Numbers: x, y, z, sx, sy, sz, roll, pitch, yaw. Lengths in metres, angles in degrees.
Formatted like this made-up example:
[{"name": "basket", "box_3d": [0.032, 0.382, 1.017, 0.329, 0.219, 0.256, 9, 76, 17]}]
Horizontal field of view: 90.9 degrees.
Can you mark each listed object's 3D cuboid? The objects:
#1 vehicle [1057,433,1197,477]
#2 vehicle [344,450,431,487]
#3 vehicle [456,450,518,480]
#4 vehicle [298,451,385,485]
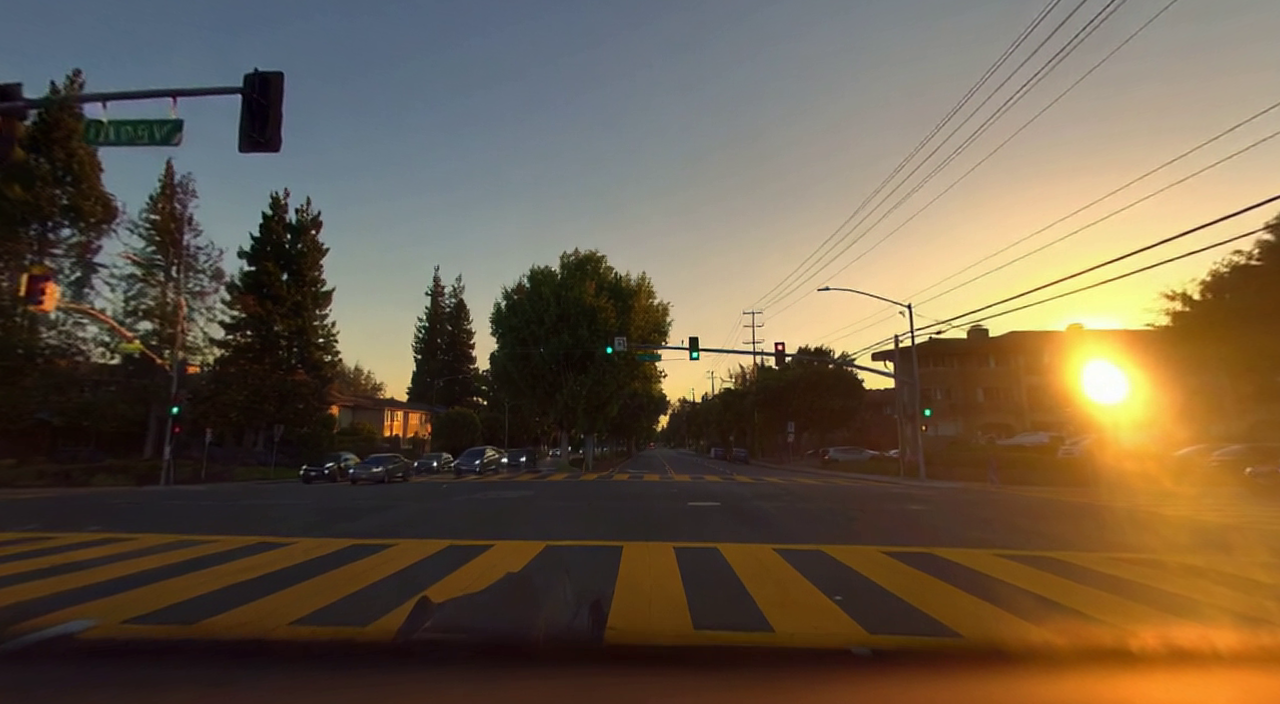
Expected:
[{"name": "vehicle", "box_3d": [25.271, 5.362, 33.064, 2.177, 2.086, 5.514, 2, -9, -14]}, {"name": "vehicle", "box_3d": [-11.001, 5.094, 27.834, 2.007, 1.451, 4.242, 0, -9, 1]}, {"name": "vehicle", "box_3d": [-7.711, 5.724, 32.237, 1.958, 1.415, 4.312, 0, -9, 2]}, {"name": "vehicle", "box_3d": [-14.578, 5.675, 31.113, 2.035, 1.470, 4.677, 0, -9, 0]}]
